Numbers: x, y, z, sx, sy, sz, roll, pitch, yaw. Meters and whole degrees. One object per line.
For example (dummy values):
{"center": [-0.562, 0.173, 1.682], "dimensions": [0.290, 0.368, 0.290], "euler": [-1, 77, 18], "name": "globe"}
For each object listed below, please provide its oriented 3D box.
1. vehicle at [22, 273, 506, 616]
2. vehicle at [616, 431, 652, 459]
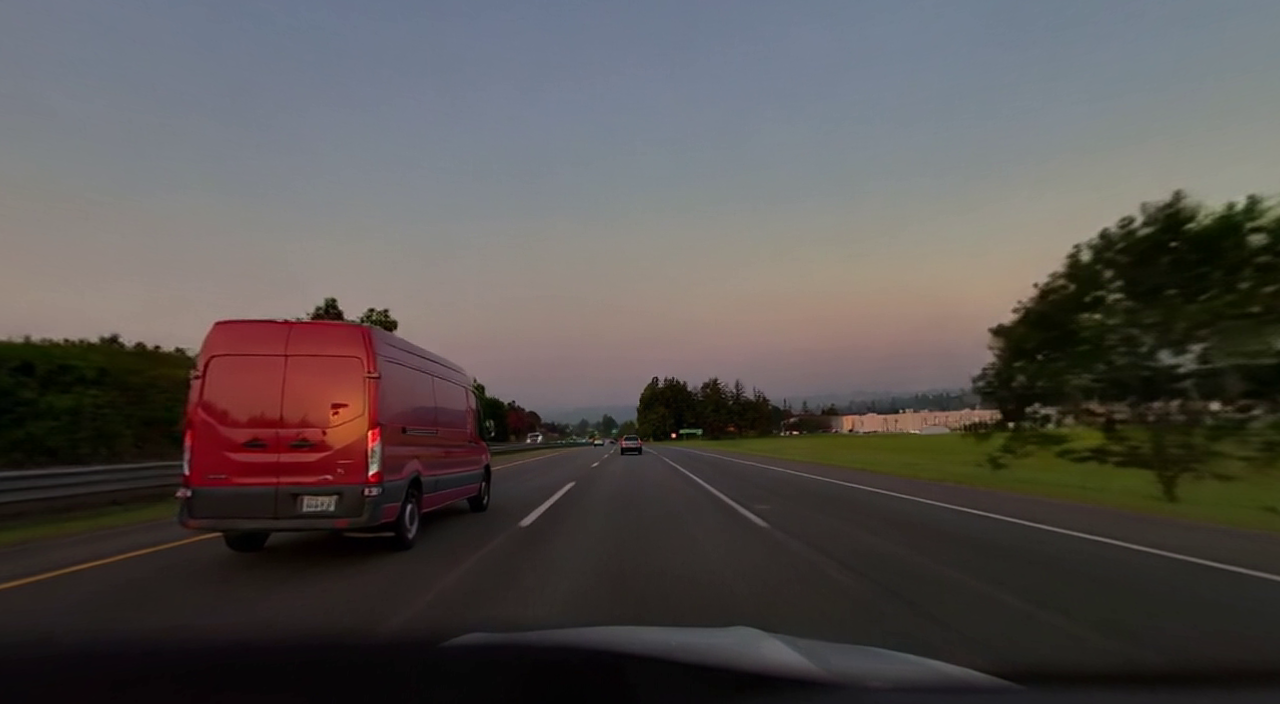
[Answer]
{"center": [-3.414, 1.047, 7.705], "dimensions": [2.424, 2.577, 5.828], "euler": [0, -8, -2], "name": "vehicle"}
{"center": [-0.370, 5.718, 38.996], "dimensions": [2.104, 1.646, 4.176], "euler": [0, -8, -1], "name": "vehicle"}
